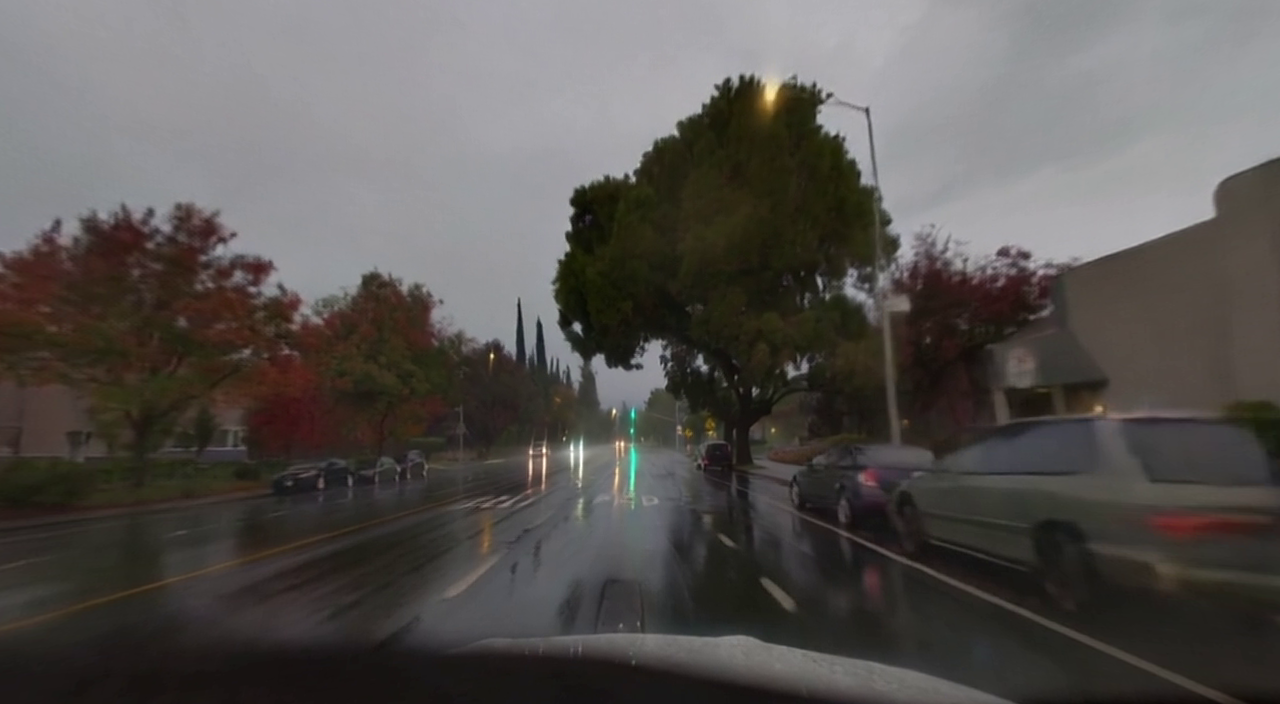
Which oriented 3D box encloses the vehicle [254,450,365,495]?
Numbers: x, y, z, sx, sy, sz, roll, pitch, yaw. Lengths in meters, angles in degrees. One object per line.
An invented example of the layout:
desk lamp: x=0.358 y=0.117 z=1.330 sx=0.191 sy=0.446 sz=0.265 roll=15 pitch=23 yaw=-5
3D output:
vehicle: x=-14.064 y=5.121 z=27.298 sx=2.163 sy=1.641 sz=4.875 roll=0 pitch=-8 yaw=0

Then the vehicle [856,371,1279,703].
vehicle: x=4.004 y=1.316 z=5.688 sx=2.338 sy=1.771 sz=4.680 roll=0 pitch=-8 yaw=-1

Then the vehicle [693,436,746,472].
vehicle: x=4.115 y=5.376 z=33.517 sx=2.220 sy=1.752 sz=4.782 roll=0 pitch=-8 yaw=0

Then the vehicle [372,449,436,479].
vehicle: x=-14.048 y=6.684 z=37.964 sx=1.983 sy=1.608 sz=4.699 roll=0 pitch=-8 yaw=1
